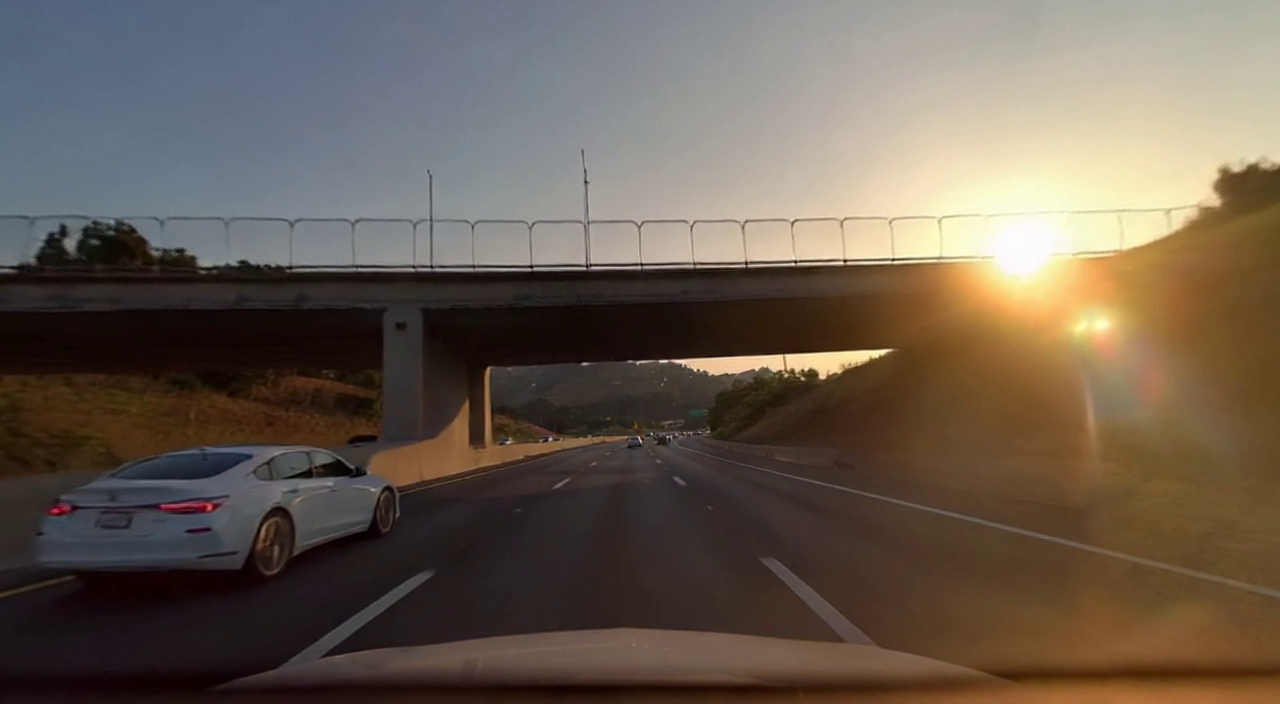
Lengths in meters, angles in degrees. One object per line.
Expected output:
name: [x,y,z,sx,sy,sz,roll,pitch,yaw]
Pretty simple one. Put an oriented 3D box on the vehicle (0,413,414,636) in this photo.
vehicle: [-4.010,1.431,6.319,1.981,1.475,4.084,0,-8,0]
